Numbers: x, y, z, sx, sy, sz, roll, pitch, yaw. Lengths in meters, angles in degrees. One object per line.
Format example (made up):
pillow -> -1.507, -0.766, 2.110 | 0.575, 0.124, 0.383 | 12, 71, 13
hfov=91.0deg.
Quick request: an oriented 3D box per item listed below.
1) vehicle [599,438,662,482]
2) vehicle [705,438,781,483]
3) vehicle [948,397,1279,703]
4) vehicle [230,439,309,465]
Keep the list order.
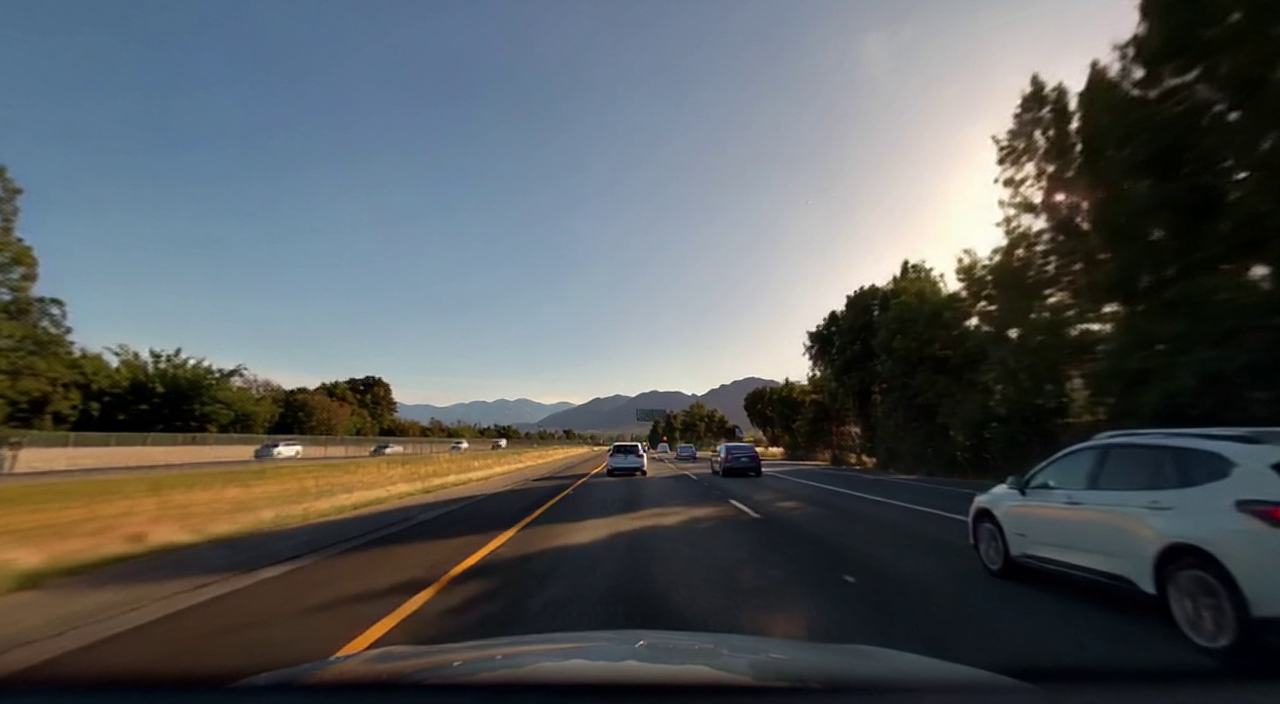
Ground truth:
vehicle -> -0.339, 3.872, 22.793 | 2.085, 1.449, 3.860 | 0, -8, 0
vehicle -> 3.629, 3.909, 22.949 | 1.957, 1.447, 4.241 | 0, -8, -2
vehicle -> 3.896, 1.080, 3.689 | 1.949, 1.493, 4.272 | 0, -8, -1
vehicle -> -28.784, 7.782, 49.209 | 2.262, 1.926, 6.285 | 0, -8, 0
